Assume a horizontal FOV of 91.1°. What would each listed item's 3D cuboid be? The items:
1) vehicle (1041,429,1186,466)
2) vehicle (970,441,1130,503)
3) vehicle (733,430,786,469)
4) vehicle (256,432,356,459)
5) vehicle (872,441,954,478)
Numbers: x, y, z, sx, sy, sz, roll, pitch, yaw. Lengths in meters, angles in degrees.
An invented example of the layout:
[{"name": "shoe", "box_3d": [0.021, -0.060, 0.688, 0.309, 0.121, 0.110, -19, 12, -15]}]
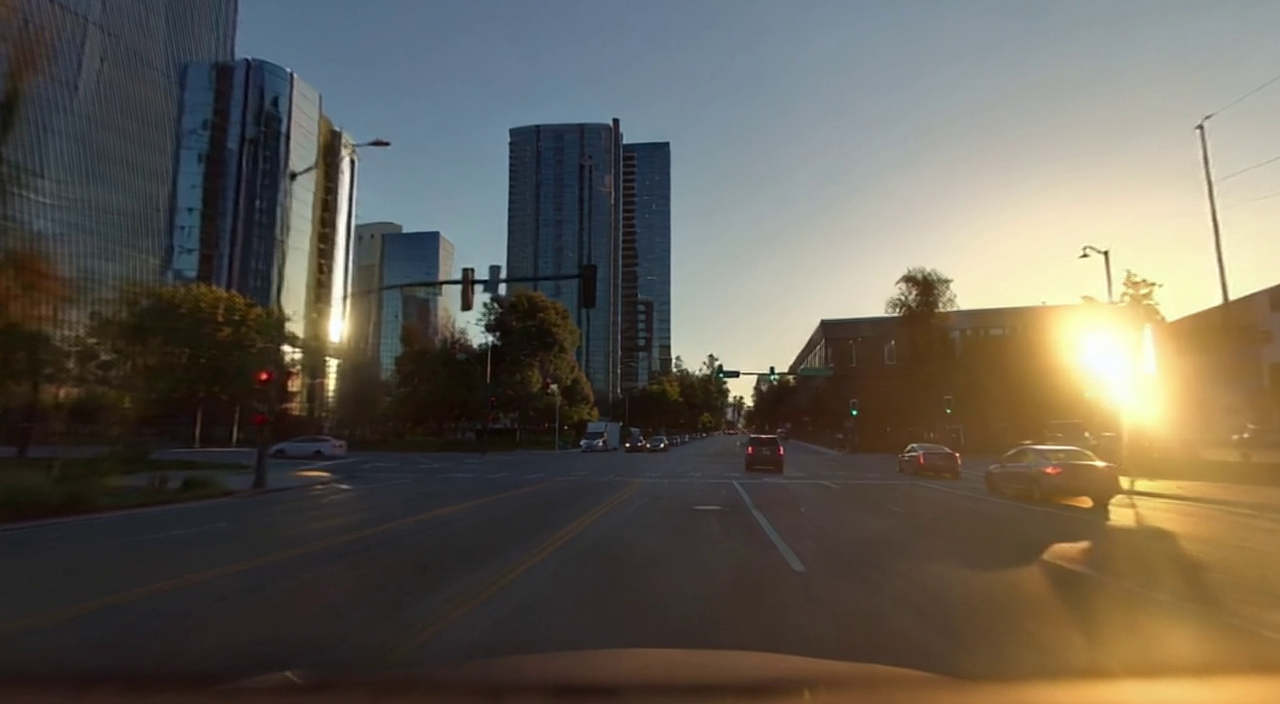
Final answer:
[{"name": "vehicle", "box_3d": [27.105, 5.512, 36.161, 6.170, 1.978, 2.399, 0, -10, 5]}, {"name": "vehicle", "box_3d": [11.198, 3.270, 17.584, 1.896, 1.463, 4.296, 0, -8, 5]}, {"name": "vehicle", "box_3d": [5.977, 4.943, 31.906, 2.203, 1.801, 4.331, 0, -8, 5]}, {"name": "vehicle", "box_3d": [-19.838, 5.558, 37.431, 4.856, 1.528, 2.053, 0, -9, 6]}, {"name": "vehicle", "box_3d": [11.834, 4.653, 27.534, 1.860, 1.460, 4.379, 0, -8, 4]}]
